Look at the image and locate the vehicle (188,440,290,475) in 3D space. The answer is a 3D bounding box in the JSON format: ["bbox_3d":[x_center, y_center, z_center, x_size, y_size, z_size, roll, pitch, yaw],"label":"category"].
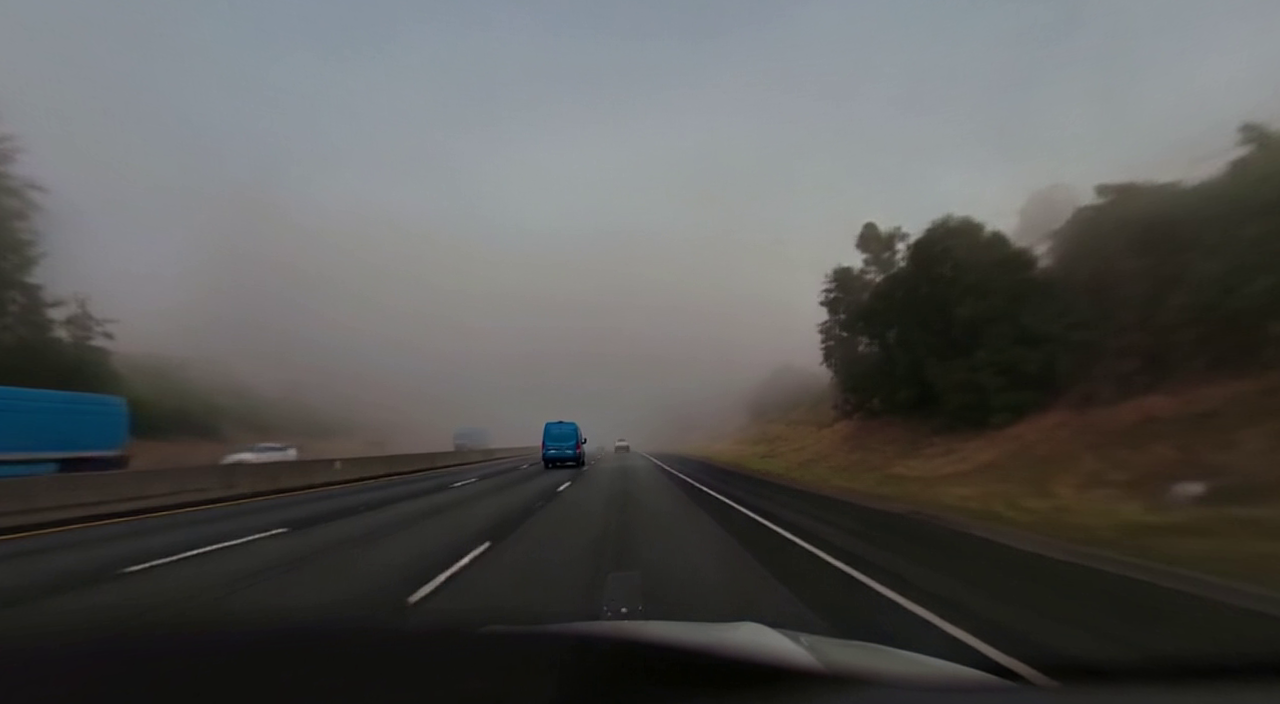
[{"bbox_3d":[-20.066,5.279,31.747,1.945,1.597,4.953,0,-8,-1],"label":"vehicle"}]

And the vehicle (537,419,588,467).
[{"bbox_3d":[-4.272,5.190,35.789,2.329,2.483,5.428,0,-8,-1],"label":"vehicle"}]
